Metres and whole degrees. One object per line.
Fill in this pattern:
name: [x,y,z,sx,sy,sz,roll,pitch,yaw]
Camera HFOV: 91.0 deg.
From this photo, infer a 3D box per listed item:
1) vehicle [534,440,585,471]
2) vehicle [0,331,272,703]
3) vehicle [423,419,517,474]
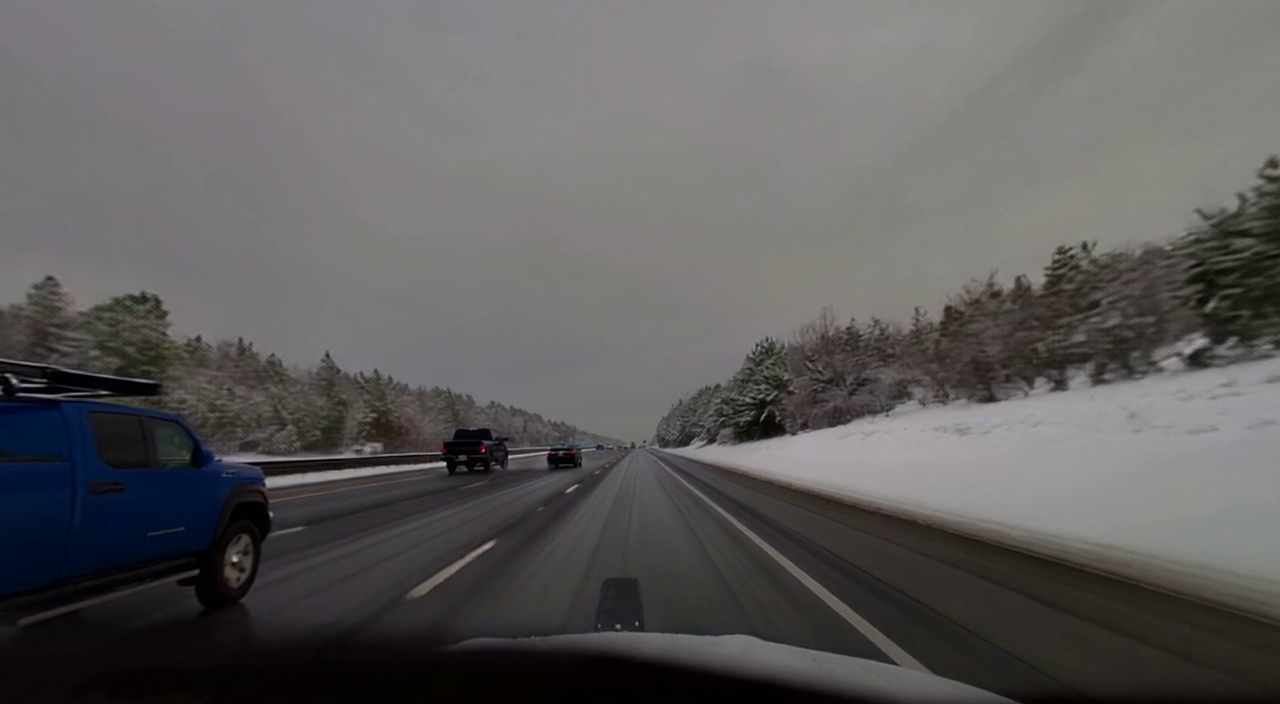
vehicle: [-4.147,5.418,33.142,2.012,1.509,4.359,0,-9,1]
vehicle: [-4.052,0.740,2.375,2.200,1.807,5.041,0,-9,1]
vehicle: [-7.612,4.369,29.056,2.594,2.254,6.028,0,-9,0]
